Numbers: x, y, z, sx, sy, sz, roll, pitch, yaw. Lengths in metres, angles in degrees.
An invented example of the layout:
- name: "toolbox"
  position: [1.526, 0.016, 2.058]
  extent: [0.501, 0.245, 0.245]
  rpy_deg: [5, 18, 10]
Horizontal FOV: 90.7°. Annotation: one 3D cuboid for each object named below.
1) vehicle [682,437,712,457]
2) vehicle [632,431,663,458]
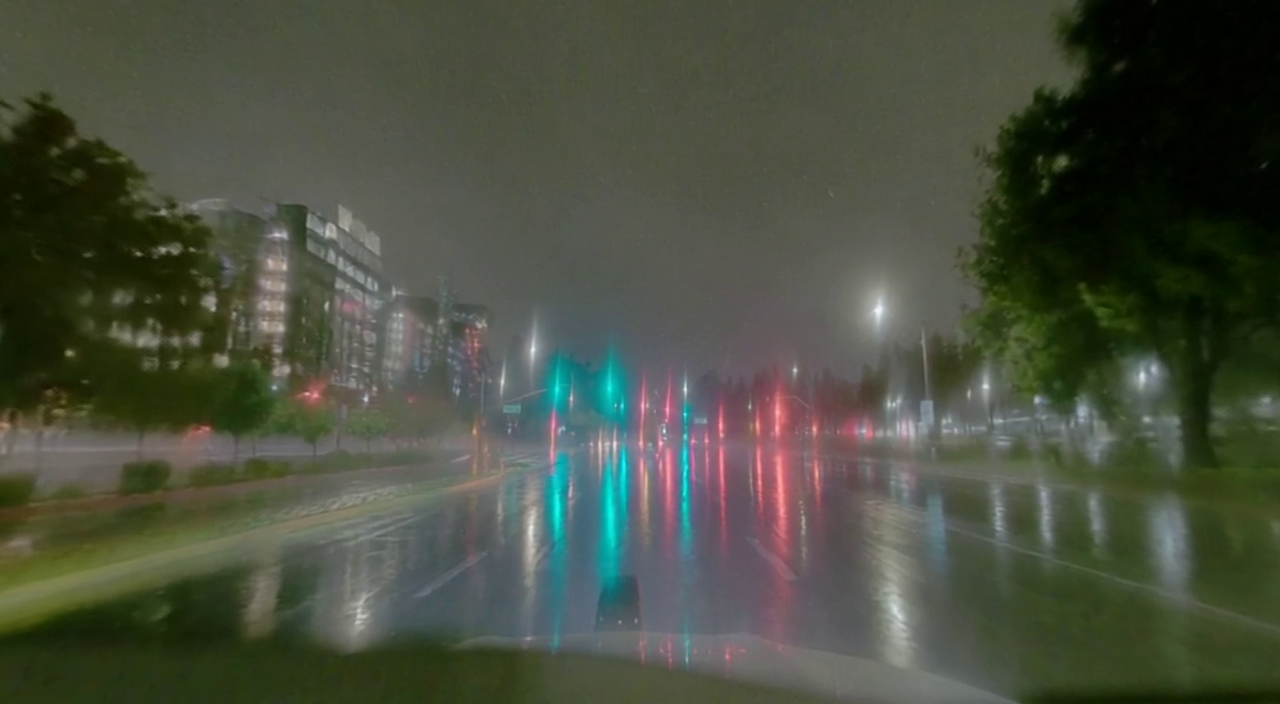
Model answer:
- name: "vehicle"
  position: [4.352, 7.311, 48.623]
  extent: [1.998, 1.460, 3.898]
  rpy_deg: [0, -8, 1]
- name: "vehicle"
  position: [0.615, 7.094, 48.539]
  extent: [2.267, 1.926, 4.708]
  rpy_deg: [0, -8, 1]
